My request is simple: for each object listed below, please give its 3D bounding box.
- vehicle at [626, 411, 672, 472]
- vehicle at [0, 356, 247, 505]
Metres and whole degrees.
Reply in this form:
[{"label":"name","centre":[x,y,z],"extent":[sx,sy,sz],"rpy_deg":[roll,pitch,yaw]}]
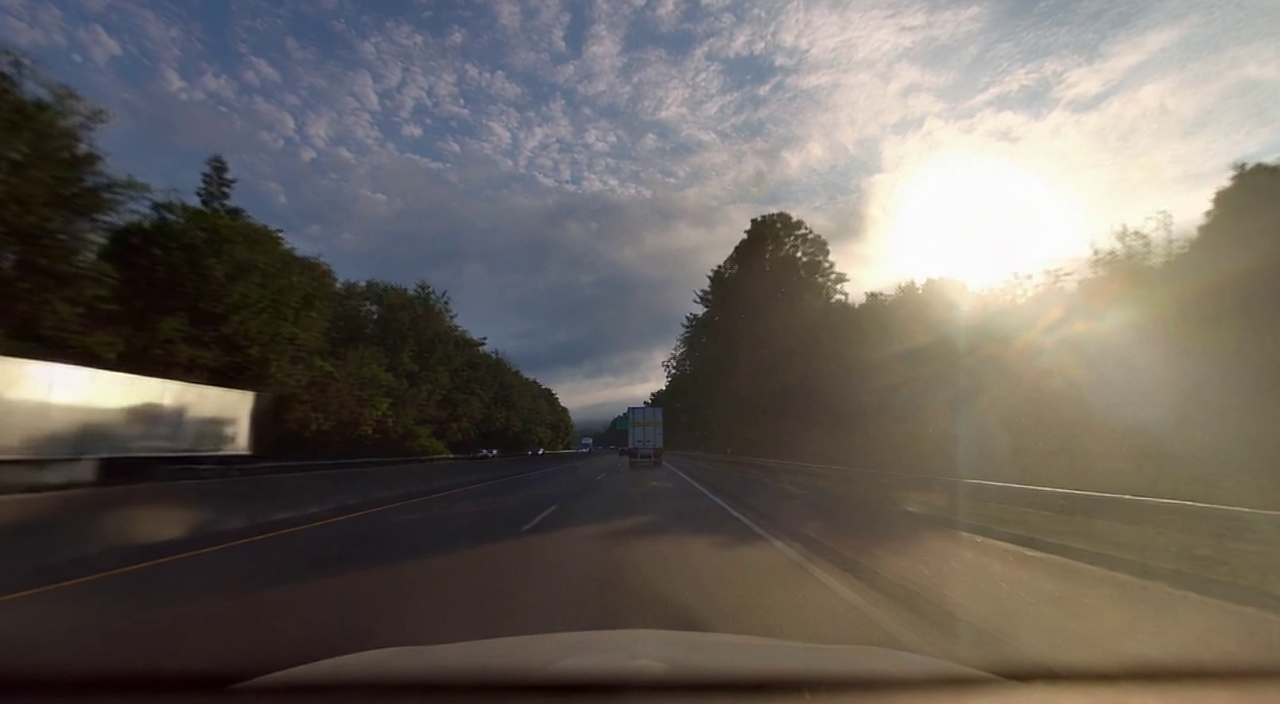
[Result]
[{"label":"vehicle","centre":[0.641,6.726,46.780],"extent":[3.024,3.965,10.399],"rpy_deg":[0,-9,0]},{"label":"vehicle","centre":[-16.998,2.647,20.483],"extent":[2.841,3.830,8.307],"rpy_deg":[0,-9,1]}]
